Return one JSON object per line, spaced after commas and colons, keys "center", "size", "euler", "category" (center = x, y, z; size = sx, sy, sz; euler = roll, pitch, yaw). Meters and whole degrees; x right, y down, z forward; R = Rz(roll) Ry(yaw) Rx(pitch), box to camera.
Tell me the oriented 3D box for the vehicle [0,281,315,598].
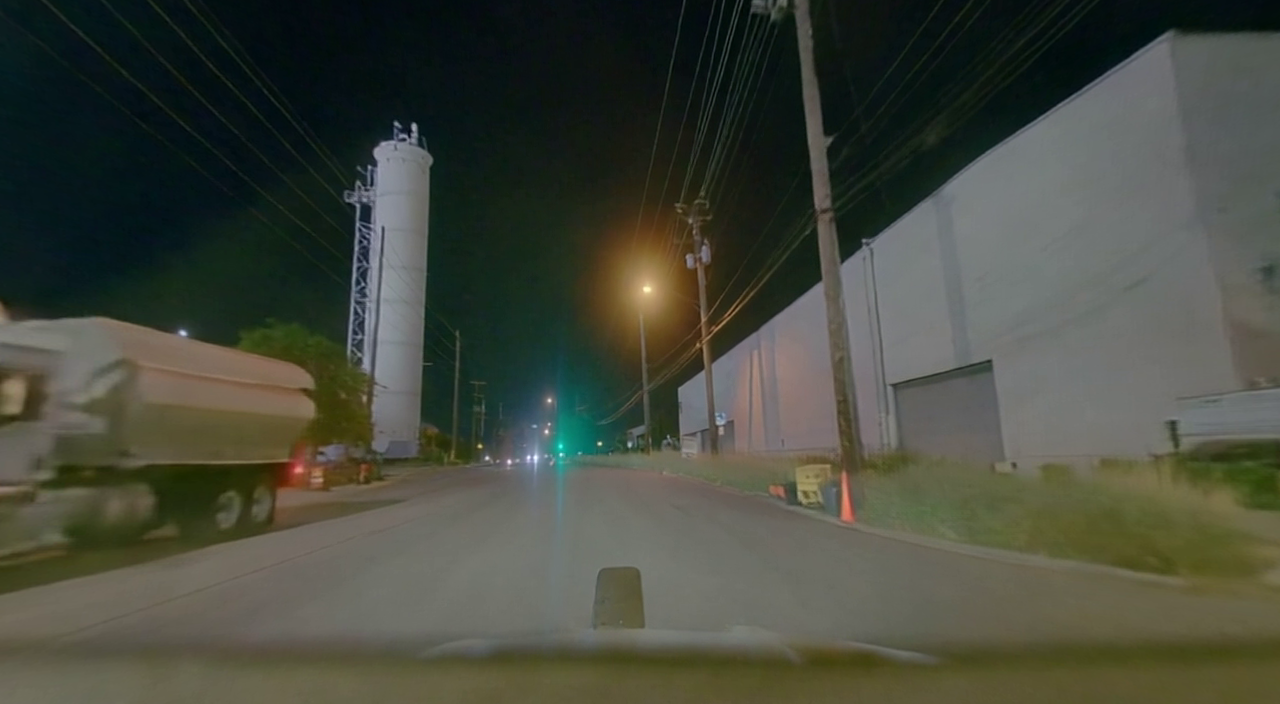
{"center": [-8.144, 1.370, 9.167], "size": [2.991, 3.173, 7.929], "euler": [-1, -9, -3], "category": "vehicle"}
